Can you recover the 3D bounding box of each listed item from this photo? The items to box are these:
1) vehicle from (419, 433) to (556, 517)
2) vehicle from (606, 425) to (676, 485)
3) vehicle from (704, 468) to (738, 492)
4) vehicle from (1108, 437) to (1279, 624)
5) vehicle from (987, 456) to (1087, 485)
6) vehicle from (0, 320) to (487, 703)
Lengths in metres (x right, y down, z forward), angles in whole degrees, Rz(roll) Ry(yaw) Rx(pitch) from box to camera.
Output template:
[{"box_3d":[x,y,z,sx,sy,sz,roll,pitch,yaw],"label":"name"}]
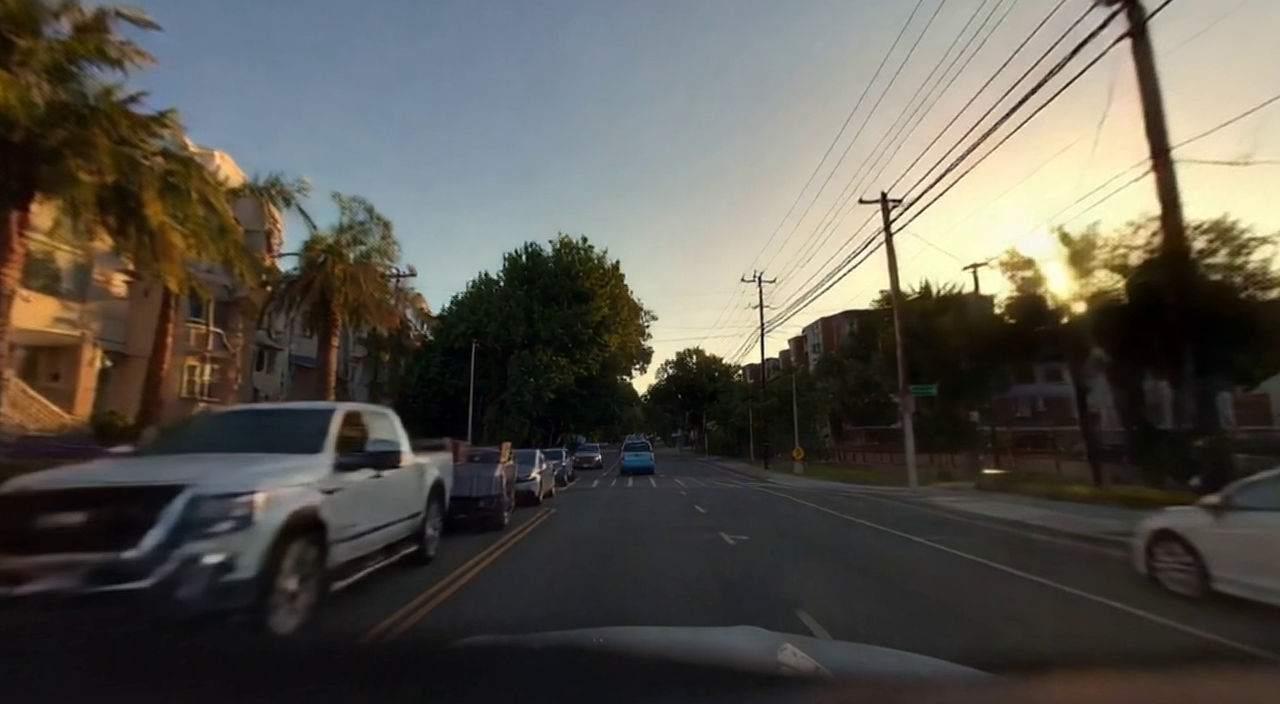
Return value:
[{"box_3d":[-3.033,2.530,13.510,1.893,1.518,4.024,0,-8,0],"label":"vehicle"},{"box_3d":[0.074,3.790,23.116,2.308,1.940,4.125,-1,-10,1],"label":"vehicle"},{"box_3d":[6.217,9.882,49.144,2.023,1.611,4.614,0,-9,0],"label":"vehicle"},{"box_3d":[6.132,1.341,4.445,1.943,1.490,4.783,0,-8,-1],"label":"vehicle"},{"box_3d":[21.937,6.540,35.011,4.262,1.474,1.929,0,-8,-3],"label":"vehicle"},{"box_3d":[-2.910,1.146,4.950,2.178,1.861,4.920,0,-8,0],"label":"vehicle"}]
